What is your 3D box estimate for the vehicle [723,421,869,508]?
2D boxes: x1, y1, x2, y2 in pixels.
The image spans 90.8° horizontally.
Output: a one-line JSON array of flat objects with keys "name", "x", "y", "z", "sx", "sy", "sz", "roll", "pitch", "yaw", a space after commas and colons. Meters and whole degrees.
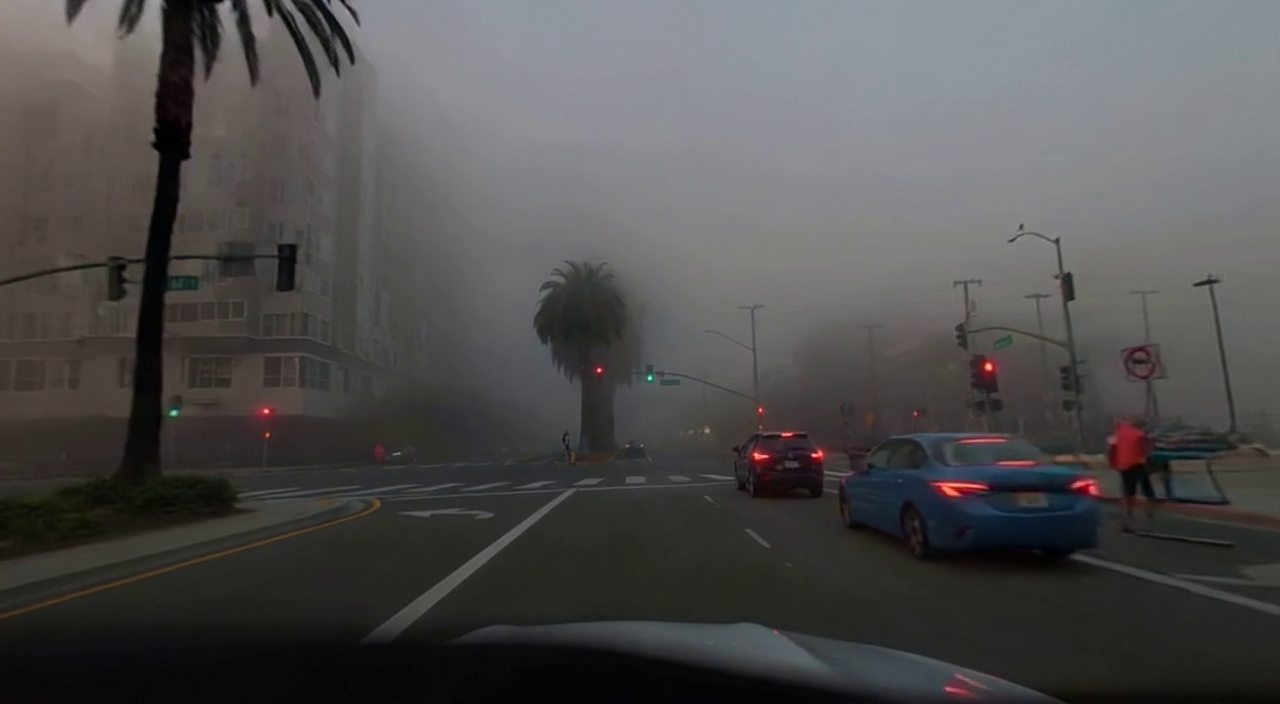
[{"name": "vehicle", "x": 3.242, "y": 2.450, "z": 14.117, "sx": 2.060, "sy": 1.631, "sz": 4.169, "roll": 0, "pitch": -9, "yaw": -2}]

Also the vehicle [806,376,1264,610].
[{"name": "vehicle", "x": 3.628, "y": 1.414, "z": 7.230, "sx": 2.060, "sy": 1.756, "sz": 4.770, "roll": 0, "pitch": -9, "yaw": -1}]
